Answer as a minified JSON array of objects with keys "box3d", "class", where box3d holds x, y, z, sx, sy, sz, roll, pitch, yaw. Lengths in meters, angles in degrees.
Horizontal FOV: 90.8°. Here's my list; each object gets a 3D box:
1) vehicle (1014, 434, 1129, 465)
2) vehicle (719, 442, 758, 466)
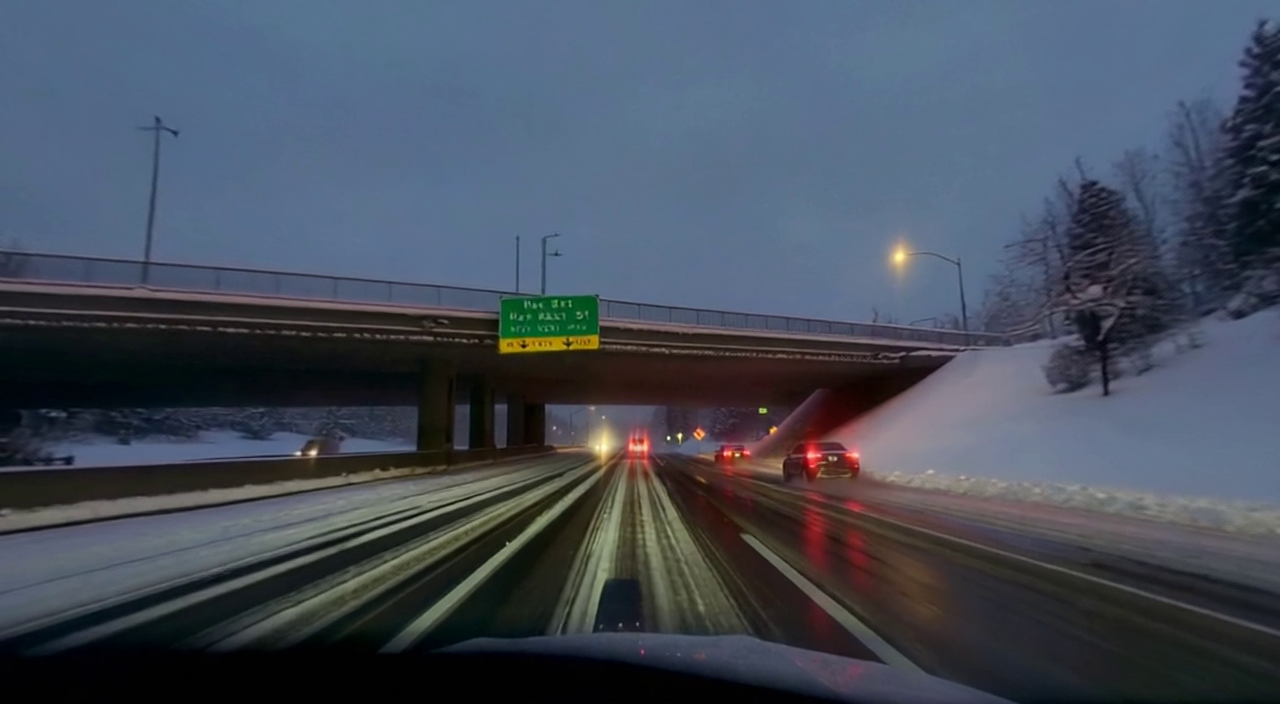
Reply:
[{"box3d":[22.341,5.082,33.022,1.821,1.479,5.004,2,-8,-12],"class":"vehicle"},{"box3d":[7.058,7.373,45.775,2.075,1.611,4.421,0,-8,-1],"class":"vehicle"}]
